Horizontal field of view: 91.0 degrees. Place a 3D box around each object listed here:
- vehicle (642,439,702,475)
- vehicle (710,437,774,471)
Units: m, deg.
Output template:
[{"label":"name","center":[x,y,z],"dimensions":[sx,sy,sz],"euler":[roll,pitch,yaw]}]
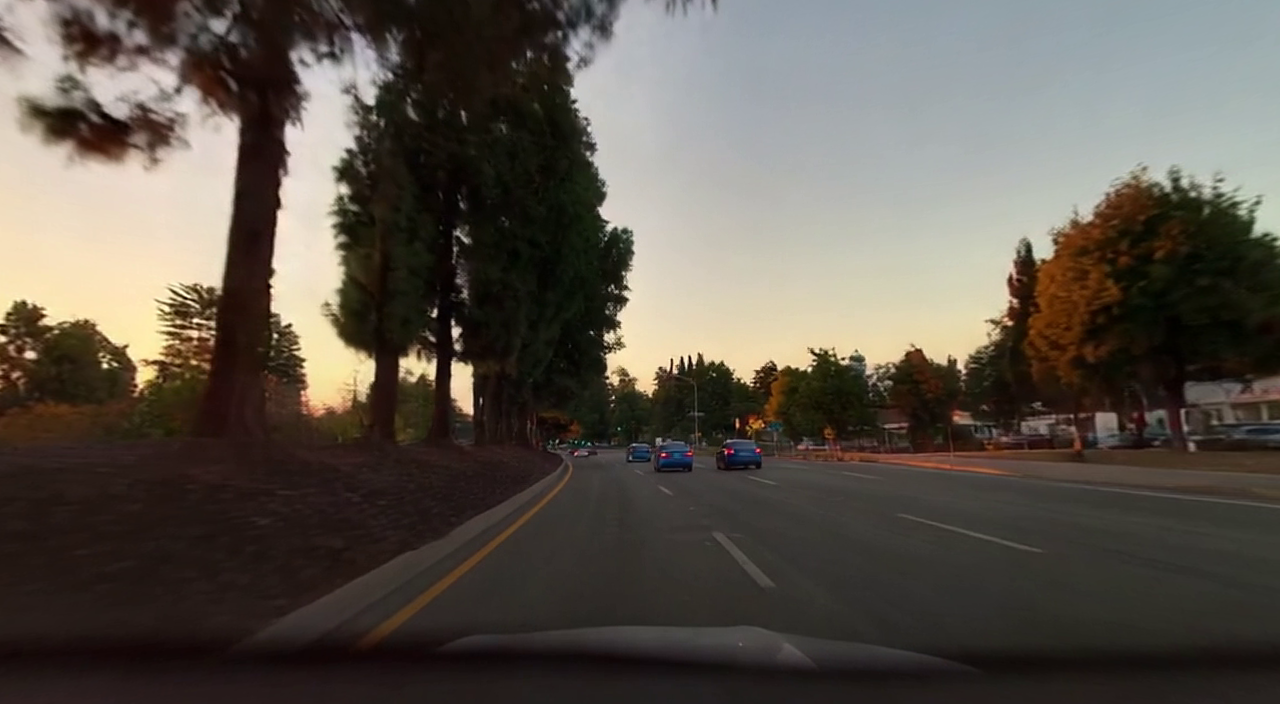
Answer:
[{"label":"vehicle","center":[1.339,4.661,28.259],"dimensions":[2.077,1.464,4.134],"euler":[1,-8,-6]},{"label":"vehicle","center":[4.729,4.806,29.954],"dimensions":[1.901,1.474,4.363],"euler":[1,-8,-6]}]
